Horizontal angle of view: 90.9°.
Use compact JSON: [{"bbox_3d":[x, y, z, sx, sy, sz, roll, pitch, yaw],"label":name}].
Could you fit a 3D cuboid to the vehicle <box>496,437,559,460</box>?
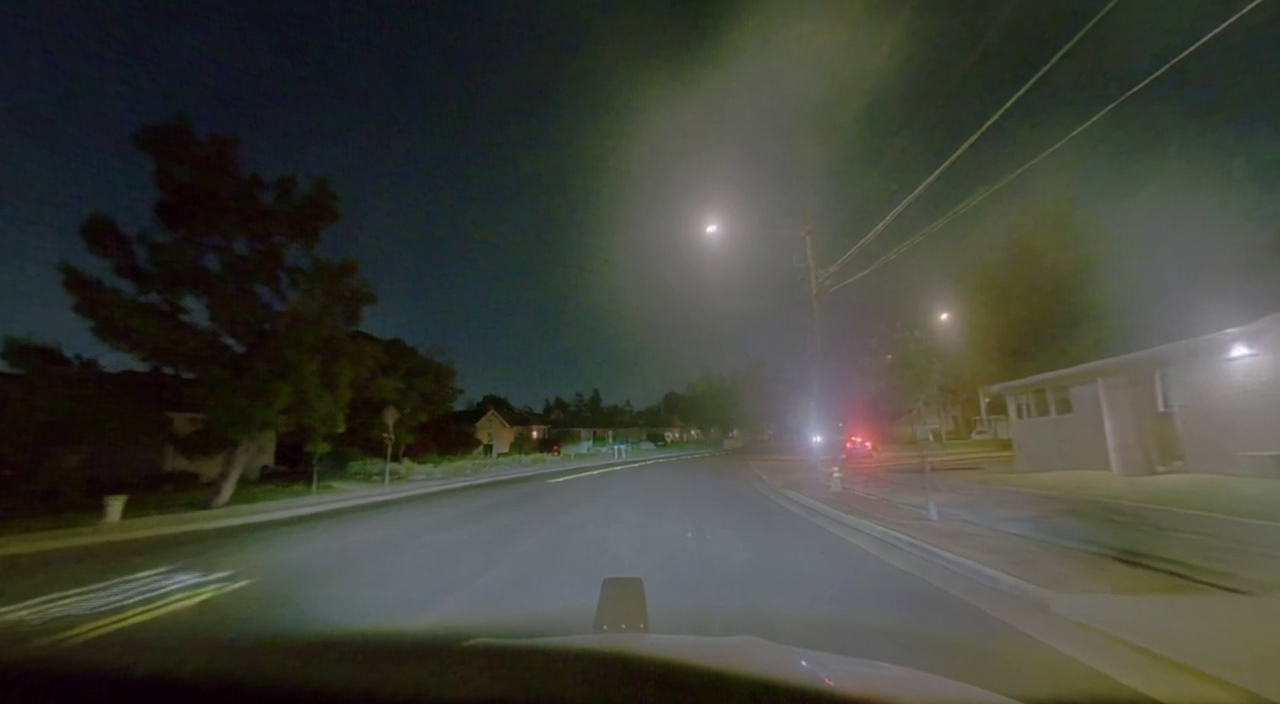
[{"bbox_3d":[-8.477,7.308,47.499,4.485,1.663,2.111,2,-9,-11],"label":"vehicle"}]
